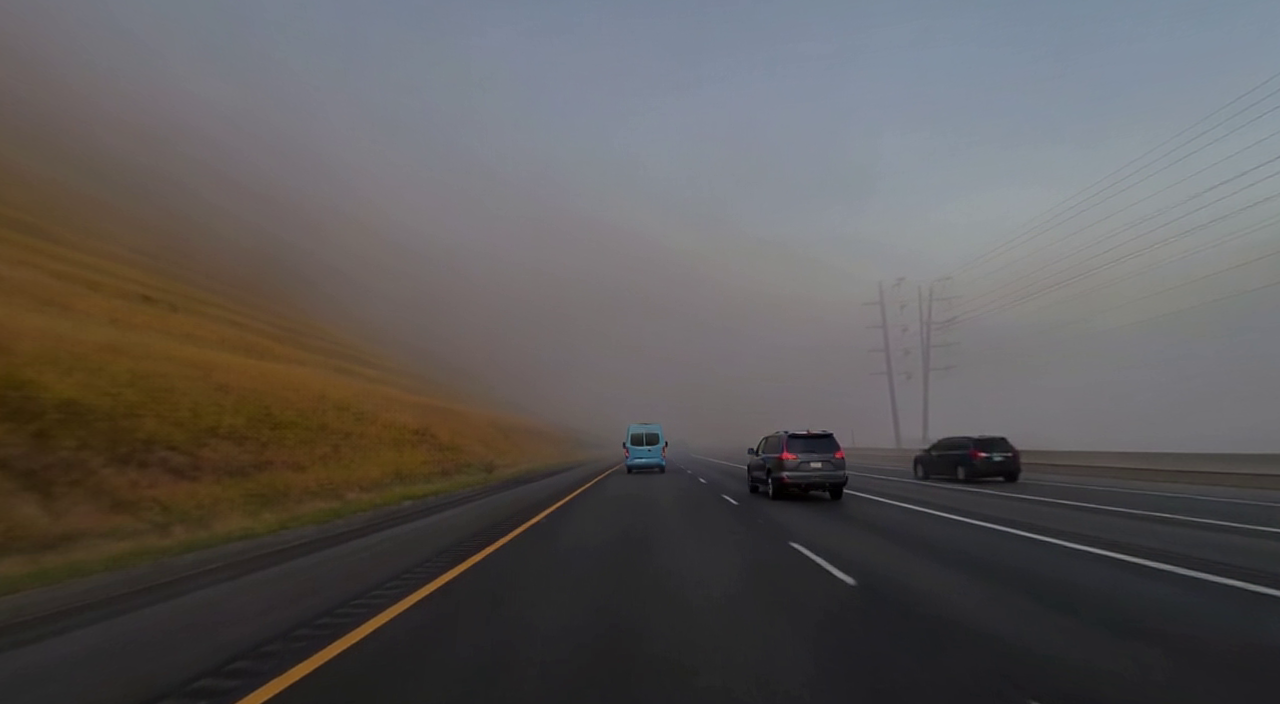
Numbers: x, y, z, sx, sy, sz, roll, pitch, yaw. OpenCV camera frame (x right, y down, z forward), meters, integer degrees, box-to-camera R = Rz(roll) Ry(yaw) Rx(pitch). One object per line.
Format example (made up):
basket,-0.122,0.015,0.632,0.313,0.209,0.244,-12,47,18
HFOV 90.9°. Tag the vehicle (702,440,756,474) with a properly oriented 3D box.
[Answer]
vehicle,4.099,4.919,29.834,1.938,1.466,4.356,0,-8,0

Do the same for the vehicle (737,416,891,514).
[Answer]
vehicle,3.617,2.450,14.111,2.139,1.821,4.480,0,-8,0

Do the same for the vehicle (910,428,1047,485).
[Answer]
vehicle,11.091,3.453,21.157,2.087,1.681,4.589,0,-8,1

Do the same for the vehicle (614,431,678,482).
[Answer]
vehicle,0.259,4.029,24.628,2.268,1.772,4.523,0,-8,1
